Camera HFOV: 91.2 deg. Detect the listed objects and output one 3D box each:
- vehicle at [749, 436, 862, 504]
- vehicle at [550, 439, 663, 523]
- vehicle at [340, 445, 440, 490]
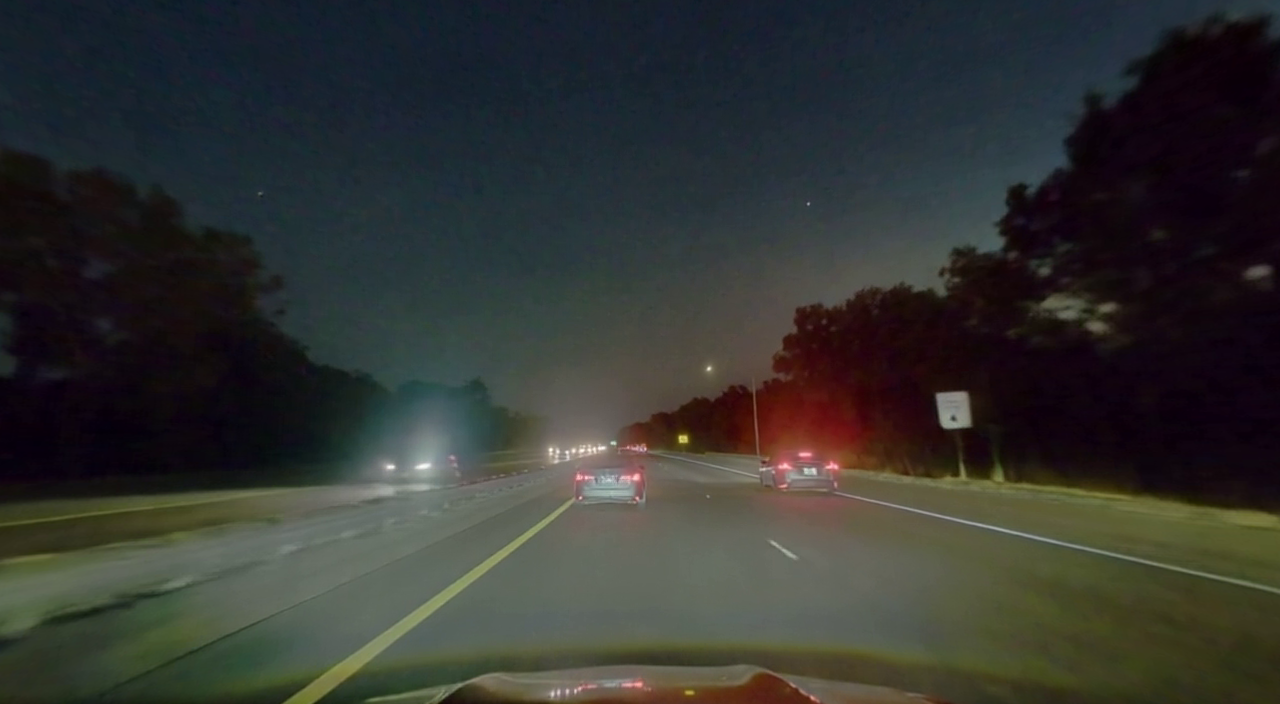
[{"bbox_3d":[4.138,3.010,16.353,1.910,1.554,3.718,0,-9,0],"label":"vehicle"},{"bbox_3d":[-0.591,2.643,13.362,2.013,1.479,4.169,0,-9,0],"label":"vehicle"},{"bbox_3d":[-8.895,4.121,22.700,1.840,1.474,4.203,0,-9,0],"label":"vehicle"}]
